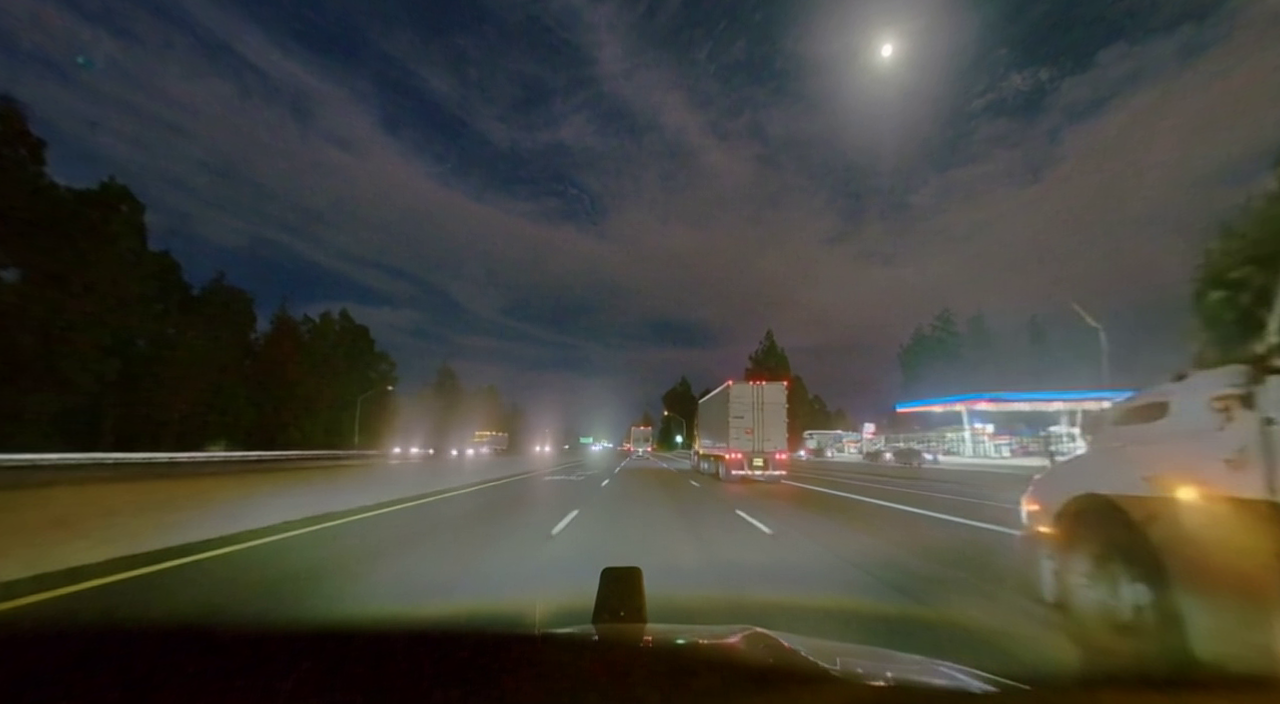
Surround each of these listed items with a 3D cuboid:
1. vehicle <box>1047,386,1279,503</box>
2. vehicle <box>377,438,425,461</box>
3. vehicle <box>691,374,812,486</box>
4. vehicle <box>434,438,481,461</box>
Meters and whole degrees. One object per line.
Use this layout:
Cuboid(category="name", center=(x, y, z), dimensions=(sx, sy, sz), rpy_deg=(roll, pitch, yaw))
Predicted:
Cuboid(category="vehicle", center=(23.203, 3.903, 26.363), dimensions=(2.834, 3.946, 14.251), rpy_deg=(0, -9, 0))
Cuboid(category="vehicle", center=(-15.768, 6.431, 41.701), dimensions=(1.712, 1.422, 3.625), rpy_deg=(0, -9, 0))
Cuboid(category="vehicle", center=(4.590, 3.860, 29.871), dimensions=(2.881, 3.995, 14.382), rpy_deg=(0, -9, -1))
Cuboid(category="vehicle", center=(-12.326, 6.592, 42.814), dimensions=(1.831, 1.463, 4.205), rpy_deg=(0, -9, 1))
